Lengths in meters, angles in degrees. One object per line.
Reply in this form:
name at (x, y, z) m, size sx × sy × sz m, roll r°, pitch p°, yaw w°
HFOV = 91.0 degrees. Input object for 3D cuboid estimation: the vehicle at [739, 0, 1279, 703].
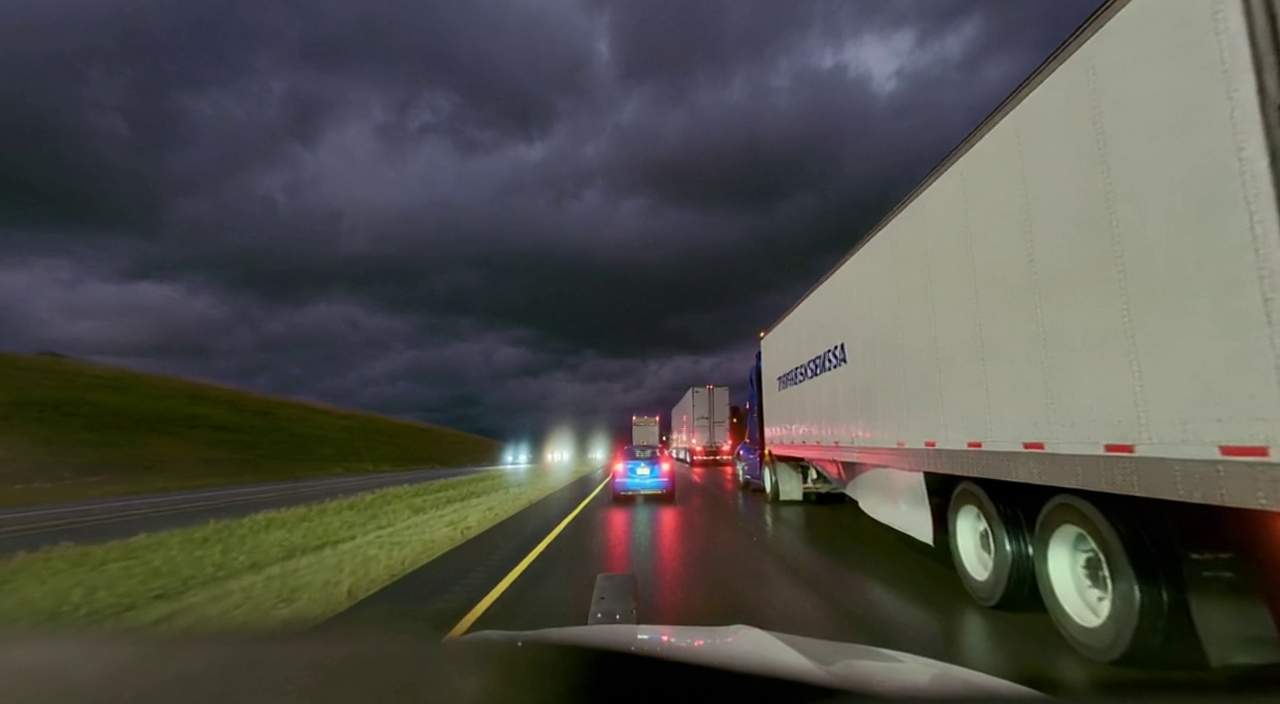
vehicle at (4.425, 0.395, 9.133) m, size 3.410 × 4.438 × 14.410 m, roll -1°, pitch -8°, yaw -1°

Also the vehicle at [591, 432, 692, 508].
vehicle at (0.022, 2.673, 14.733) m, size 2.045 × 1.507 × 3.763 m, roll -1°, pitch -8°, yaw 0°
